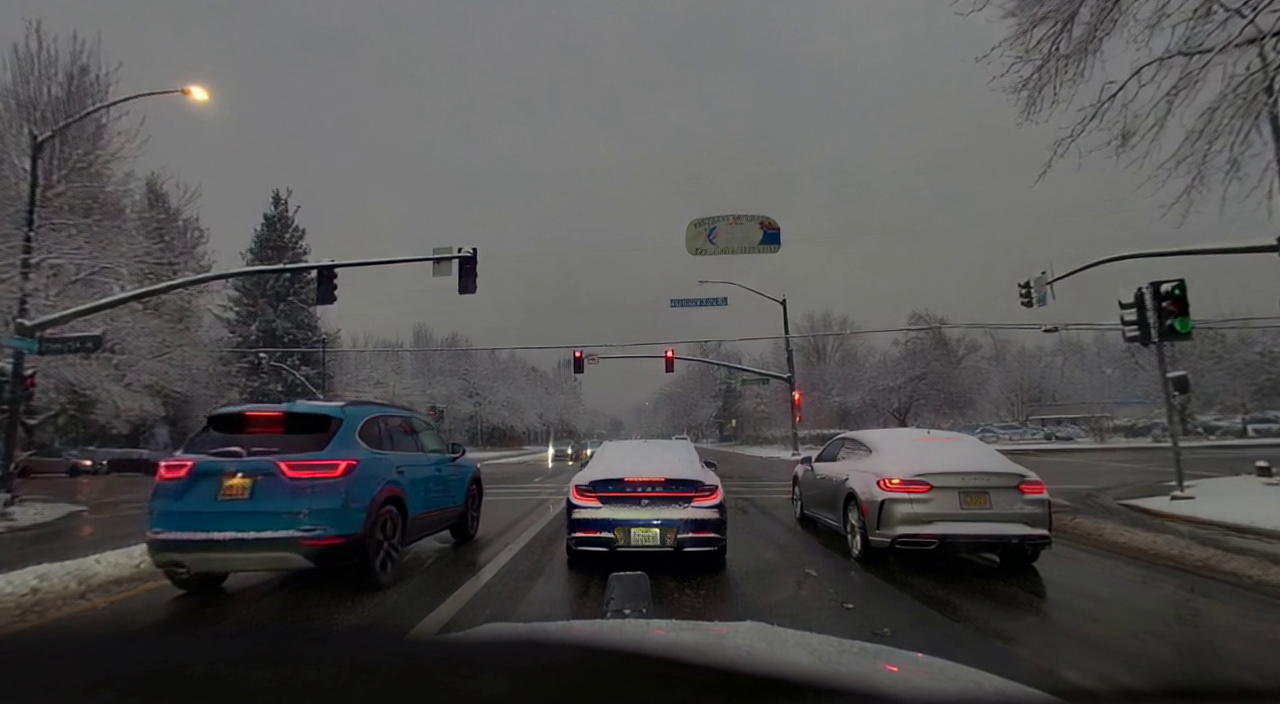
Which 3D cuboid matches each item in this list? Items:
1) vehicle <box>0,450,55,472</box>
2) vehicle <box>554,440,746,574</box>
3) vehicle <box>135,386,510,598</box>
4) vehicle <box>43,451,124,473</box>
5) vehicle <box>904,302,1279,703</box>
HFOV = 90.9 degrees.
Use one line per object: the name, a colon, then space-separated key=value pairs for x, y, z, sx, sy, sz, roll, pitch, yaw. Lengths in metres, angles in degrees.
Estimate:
vehicle: x=-46.170 y=7.955 z=46.161 sx=4.545 sy=1.558 sz=1.833 roll=0 pitch=-8 yaw=-4
vehicle: x=0.117 y=1.870 z=8.387 sx=1.945 sy=1.343 sz=3.827 roll=0 pitch=-8 yaw=0
vehicle: x=-3.200 y=1.544 z=7.831 sx=2.061 sy=1.781 sz=4.842 roll=0 pitch=-8 yaw=1
vehicle: x=-41.284 y=8.156 z=46.792 sx=4.195 sy=1.533 sz=1.752 roll=0 pitch=-8 yaw=-3
vehicle: x=3.107 y=0.805 z=2.519 sx=2.143 sy=1.759 sz=4.531 roll=0 pitch=-8 yaw=0
